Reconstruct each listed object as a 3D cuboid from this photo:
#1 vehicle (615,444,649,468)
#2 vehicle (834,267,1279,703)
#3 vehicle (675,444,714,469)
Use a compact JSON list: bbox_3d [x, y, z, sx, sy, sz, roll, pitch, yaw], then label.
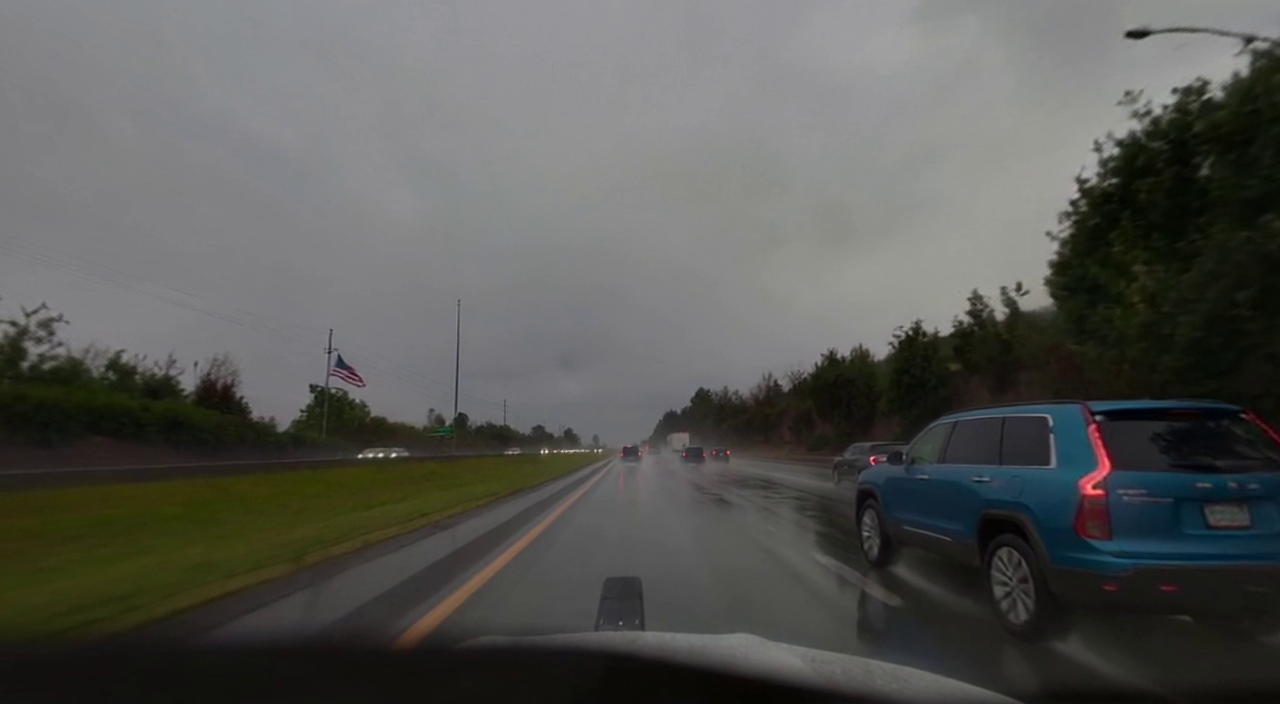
[{"bbox_3d":[-0.524,6.796,41.419,2.085,1.449,3.860,0,-8,-1],"label":"vehicle"},{"bbox_3d":[3.762,1.034,4.987,2.461,2.013,6.075,0,-8,-1],"label":"vehicle"},{"bbox_3d":[3.370,6.567,39.927,1.978,1.488,4.252,0,-8,-2],"label":"vehicle"}]
